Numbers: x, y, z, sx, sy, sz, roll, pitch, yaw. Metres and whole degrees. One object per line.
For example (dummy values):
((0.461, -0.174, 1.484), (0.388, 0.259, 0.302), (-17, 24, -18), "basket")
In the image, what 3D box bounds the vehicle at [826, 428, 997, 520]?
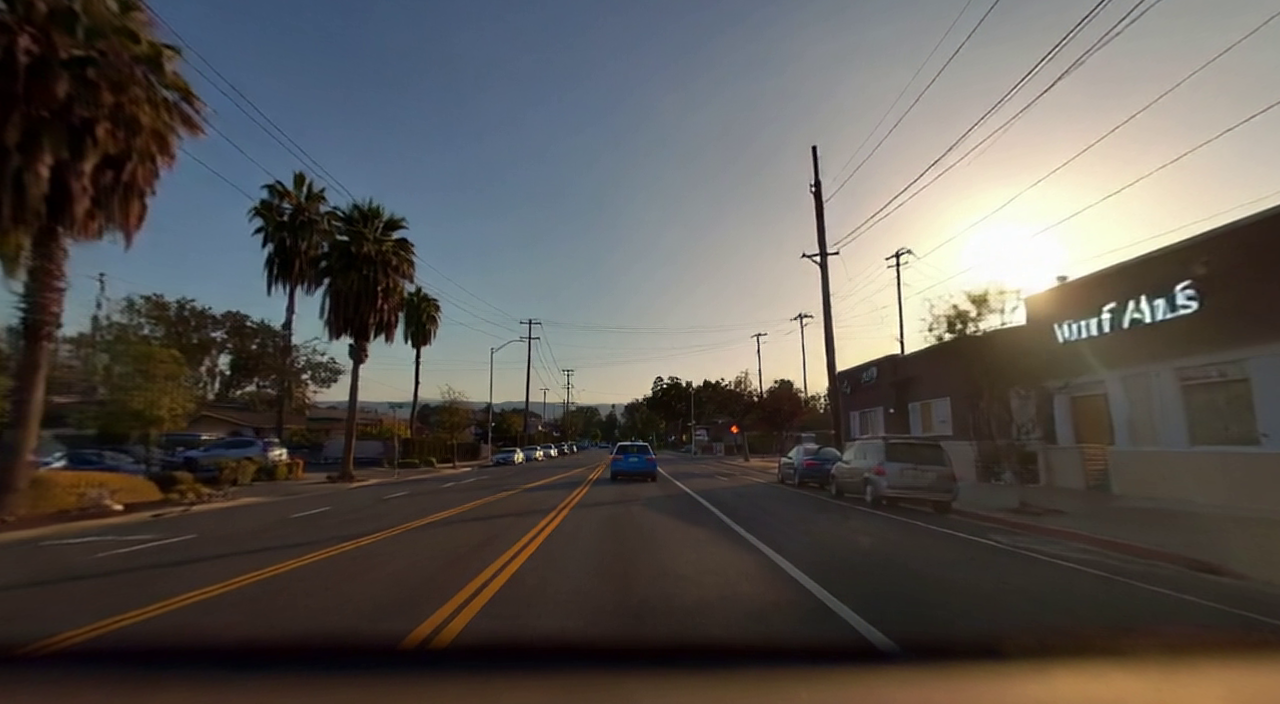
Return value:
((5.993, 2.723, 14.613), (1.945, 1.791, 4.460), (0, -8, 0), "vehicle")

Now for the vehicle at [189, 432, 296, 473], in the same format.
((-17.588, 4.471, 28.190), (2.084, 1.678, 4.707), (1, -8, -6), "vehicle")

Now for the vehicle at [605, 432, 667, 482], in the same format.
((-0.179, 4.185, 25.287), (2.264, 1.798, 4.563), (0, -8, -1), "vehicle")

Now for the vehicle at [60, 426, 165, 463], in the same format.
((-27.907, 4.926, 33.522), (2.053, 1.777, 4.503), (1, -8, -7), "vehicle")

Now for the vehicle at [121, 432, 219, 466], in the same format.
((-22.906, 4.755, 30.924), (1.829, 1.492, 4.487), (1, -8, -8), "vehicle")

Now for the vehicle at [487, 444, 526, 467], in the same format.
((-10.500, 8.146, 49.715), (2.075, 1.693, 4.696), (0, -8, -1), "vehicle")
